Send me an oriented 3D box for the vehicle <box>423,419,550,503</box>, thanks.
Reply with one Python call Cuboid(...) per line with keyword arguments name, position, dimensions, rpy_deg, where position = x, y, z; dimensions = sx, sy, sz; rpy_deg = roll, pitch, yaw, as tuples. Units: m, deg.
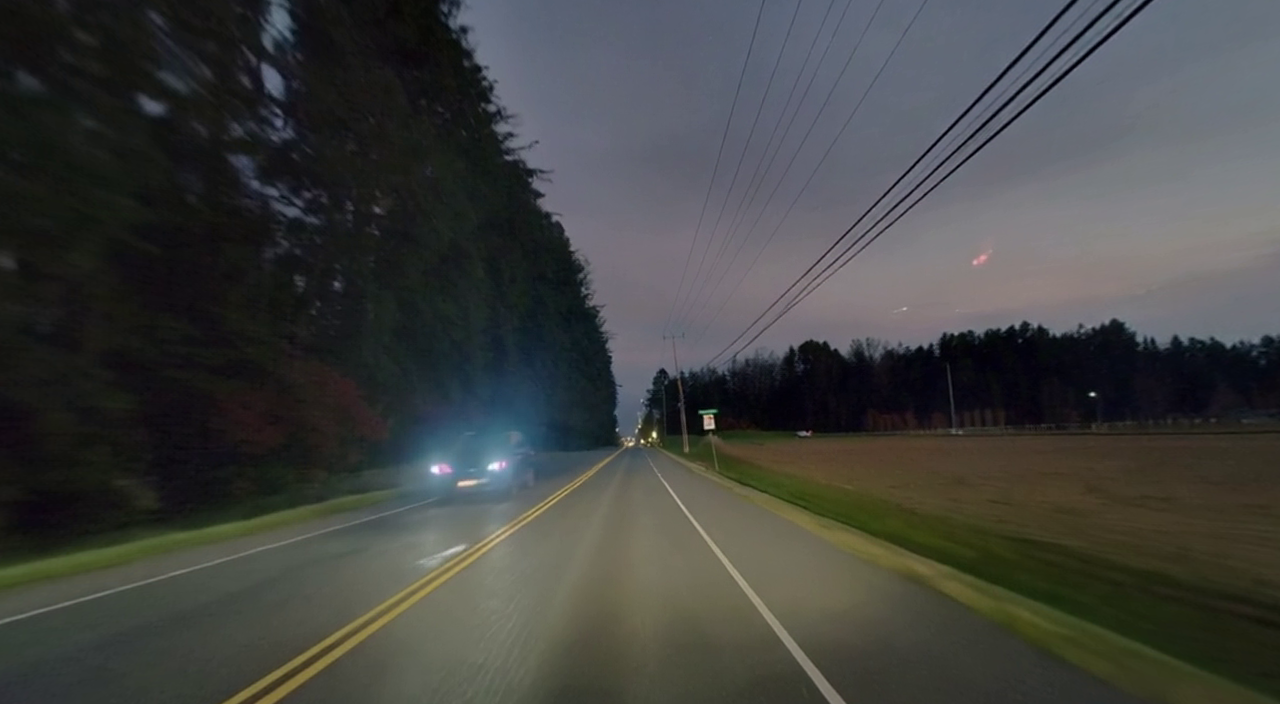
Cuboid(name="vehicle", position=(-3.998, 2.965, 17.522), dimensions=(2.331, 1.961, 4.966), rpy_deg=(0, -9, -1))
